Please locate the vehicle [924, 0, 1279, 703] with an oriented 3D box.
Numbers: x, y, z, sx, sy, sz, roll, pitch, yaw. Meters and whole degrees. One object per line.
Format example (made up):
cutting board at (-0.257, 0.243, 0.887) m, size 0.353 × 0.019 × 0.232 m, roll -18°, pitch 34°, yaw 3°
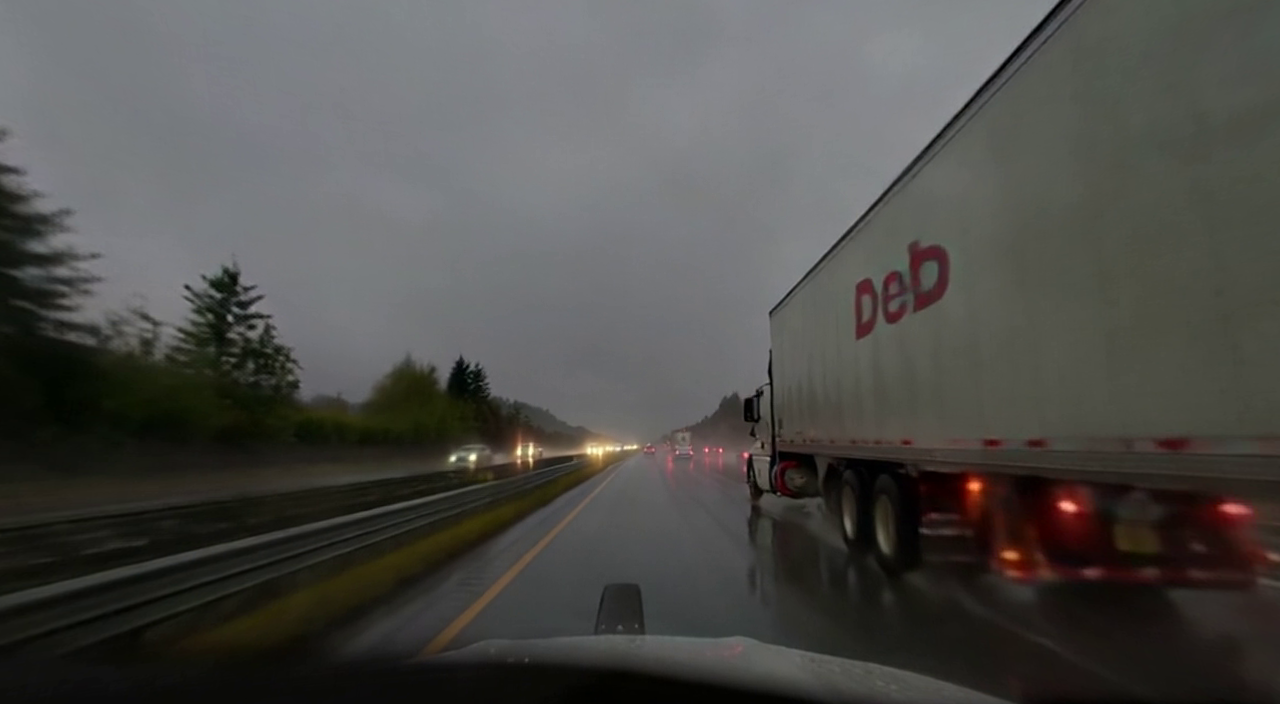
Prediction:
vehicle at (3.984, -0.563, 0.442) m, size 3.025 × 4.010 × 9.542 m, roll 0°, pitch -9°, yaw 0°
